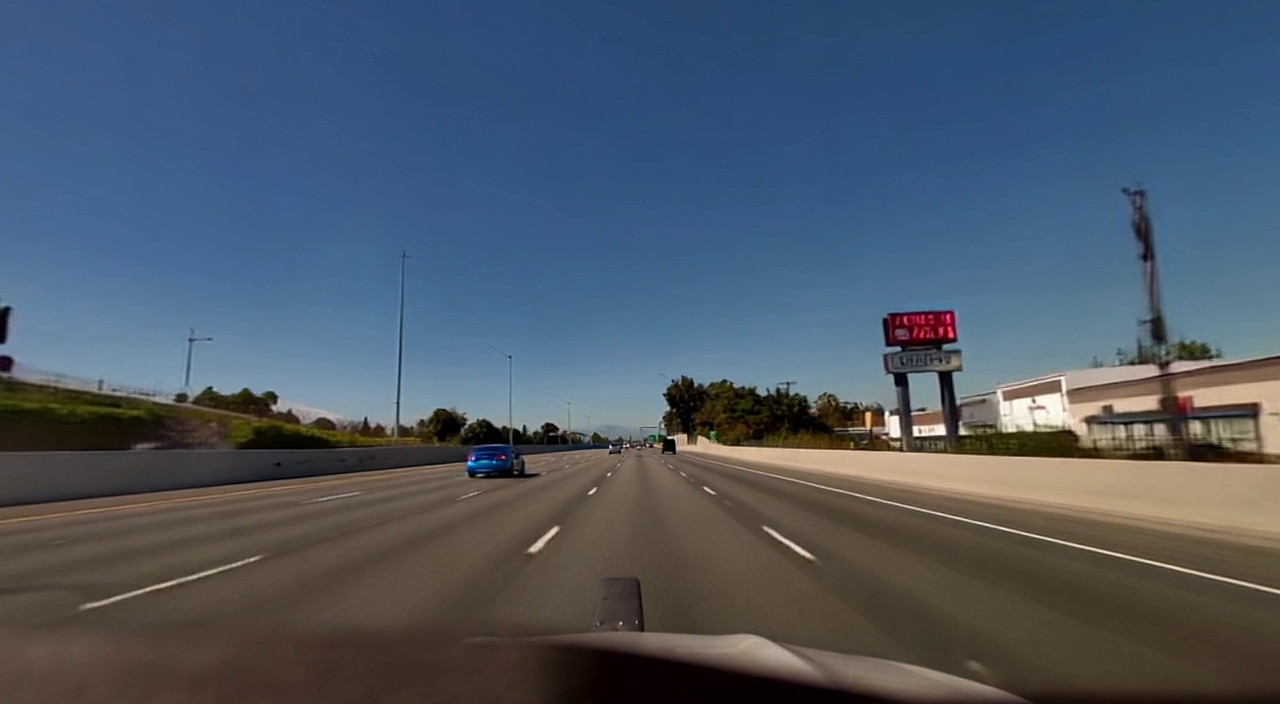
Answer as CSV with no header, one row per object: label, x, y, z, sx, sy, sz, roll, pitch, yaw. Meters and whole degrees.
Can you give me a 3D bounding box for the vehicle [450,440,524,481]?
vehicle,-6.198,4.448,26.149,1.990,1.529,4.288,0,-8,0
